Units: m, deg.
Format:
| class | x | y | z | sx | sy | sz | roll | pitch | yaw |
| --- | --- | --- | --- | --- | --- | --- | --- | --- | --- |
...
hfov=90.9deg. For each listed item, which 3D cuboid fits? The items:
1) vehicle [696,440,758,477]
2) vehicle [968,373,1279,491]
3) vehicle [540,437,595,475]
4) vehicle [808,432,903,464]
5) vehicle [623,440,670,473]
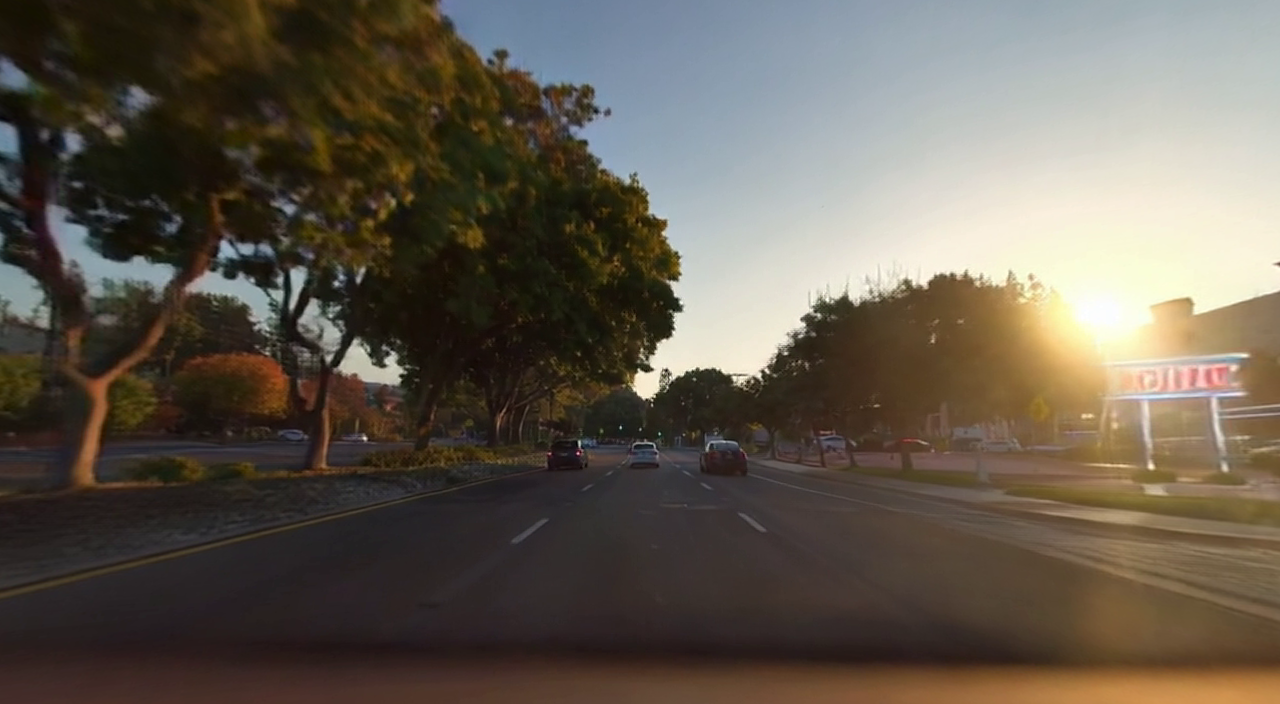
| class | x | y | z | sx | sy | sz | roll | pitch | yaw |
| --- | --- | --- | --- | --- | --- | --- | --- | --- | --- |
| vehicle | 3.730 | 4.664 | 27.824 | 2.012 | 1.462 | 4.400 | 0 | -8 | -1 |
| vehicle | 14.680 | 2.383 | 18.382 | 8.343 | 3.028 | 3.002 | -1 | -10 | 3 |
| vehicle | -3.255 | 4.765 | 29.106 | 1.995 | 1.607 | 4.086 | 0 | -8 | 1 |
| vehicle | 13.503 | 6.082 | 39.796 | 5.144 | 1.834 | 2.188 | -2 | -9 | 2 |
| vehicle | 0.283 | 4.998 | 30.377 | 2.059 | 1.477 | 4.216 | 0 | -8 | 0 |
